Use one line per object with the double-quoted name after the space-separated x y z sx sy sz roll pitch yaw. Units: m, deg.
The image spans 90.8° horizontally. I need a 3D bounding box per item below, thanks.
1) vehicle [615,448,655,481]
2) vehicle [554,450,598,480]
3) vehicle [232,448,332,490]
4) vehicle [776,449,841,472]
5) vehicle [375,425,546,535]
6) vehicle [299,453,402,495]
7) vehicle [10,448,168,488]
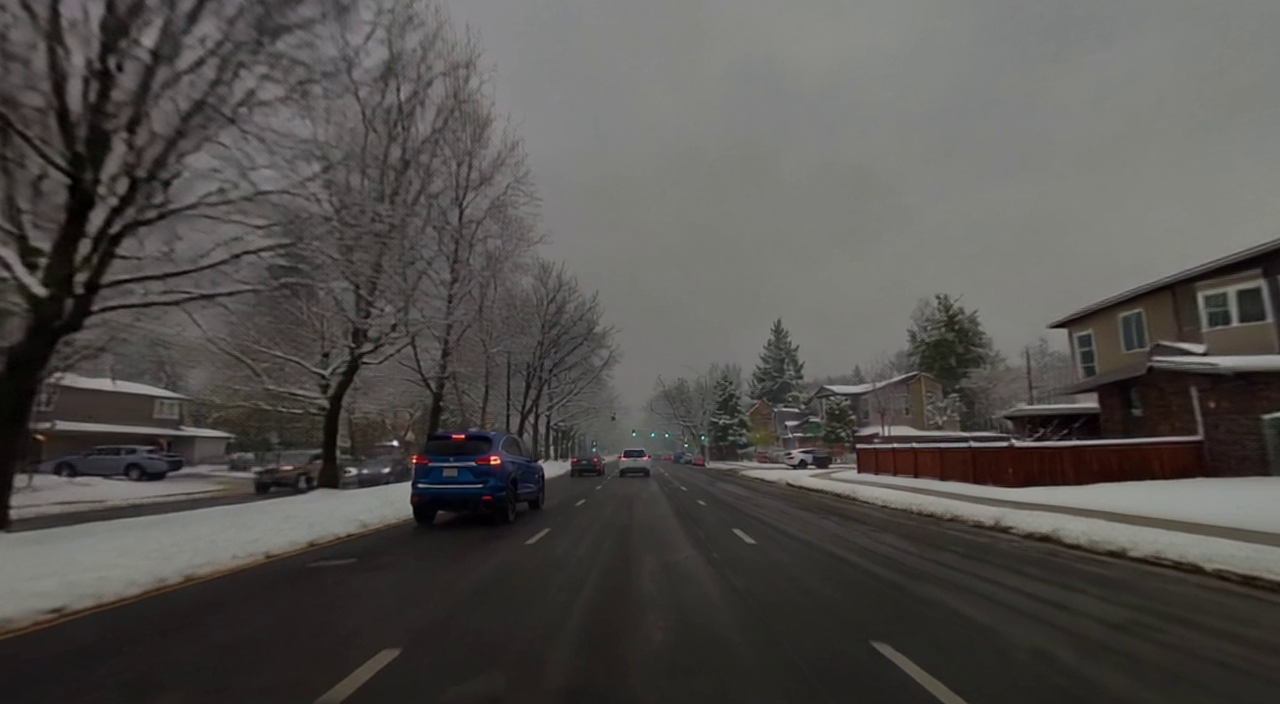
-0.234 5.960 33.706 1.997 1.636 3.760 0 -8 0 "vehicle"
-3.633 6.509 36.705 2.066 1.565 3.905 0 -8 1 "vehicle"
-18.892 6.178 33.728 2.190 1.996 5.402 0 -8 0 "vehicle"
12.693 8.182 47.725 4.482 1.678 1.890 -1 -8 7 "vehicle"
-3.551 2.630 13.684 2.161 1.919 4.798 0 -8 2 "vehicle"
-11.596 4.906 25.722 1.979 1.483 4.671 -1 -10 0 "vehicle"
-28.881 6.053 33.390 5.692 1.926 2.274 3 -9 -18 "vehicle"
